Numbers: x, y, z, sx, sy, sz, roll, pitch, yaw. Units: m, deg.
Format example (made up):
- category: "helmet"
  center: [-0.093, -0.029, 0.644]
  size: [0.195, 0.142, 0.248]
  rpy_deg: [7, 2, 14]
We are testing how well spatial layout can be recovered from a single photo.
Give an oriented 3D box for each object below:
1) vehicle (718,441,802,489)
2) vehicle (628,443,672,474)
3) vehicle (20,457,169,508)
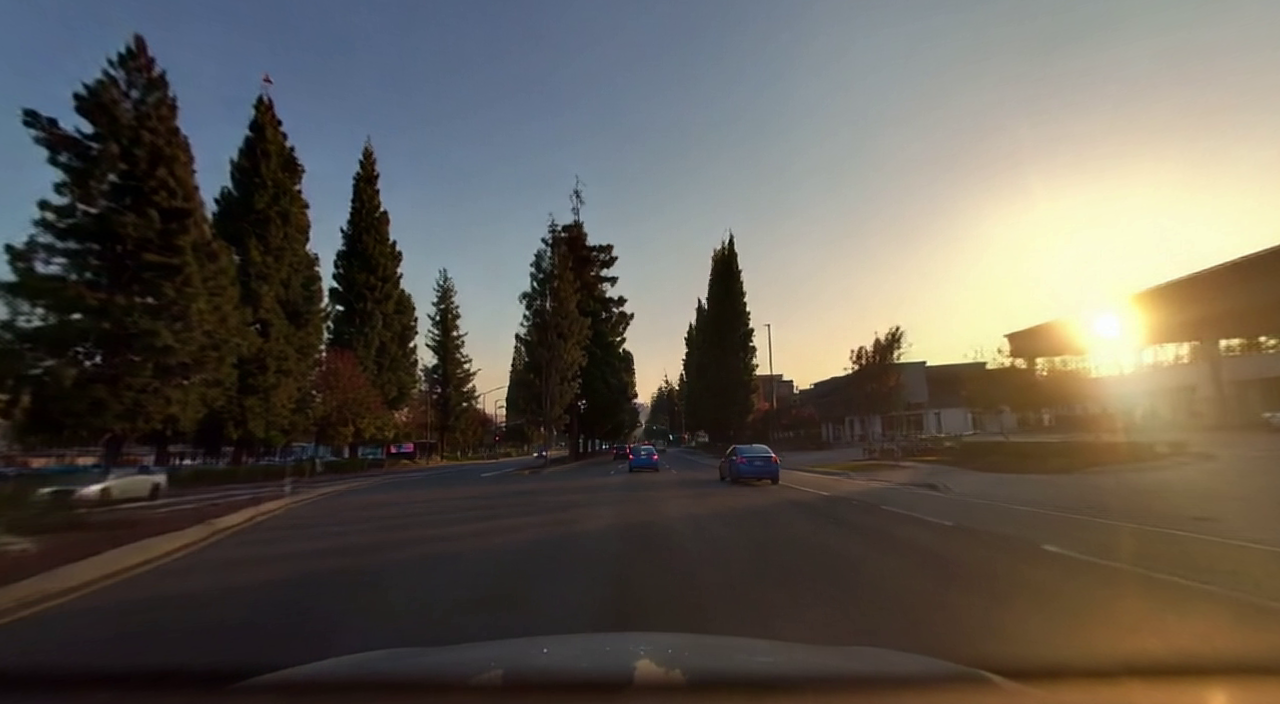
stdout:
- category: "vehicle"
  center: [4.075, 3.895, 22.170]
  size: [2.067, 1.497, 4.327]
  rpy_deg: [0, -8, 0]
- category: "vehicle"
  center: [0.487, 5.477, 32.724]
  size: [2.144, 1.505, 4.128]
  rpy_deg: [0, -8, 0]
- category: "vehicle"
  center: [-21.298, 5.070, 24.898]
  size: [1.921, 1.728, 4.364]
  rpy_deg: [0, -8, 0]
